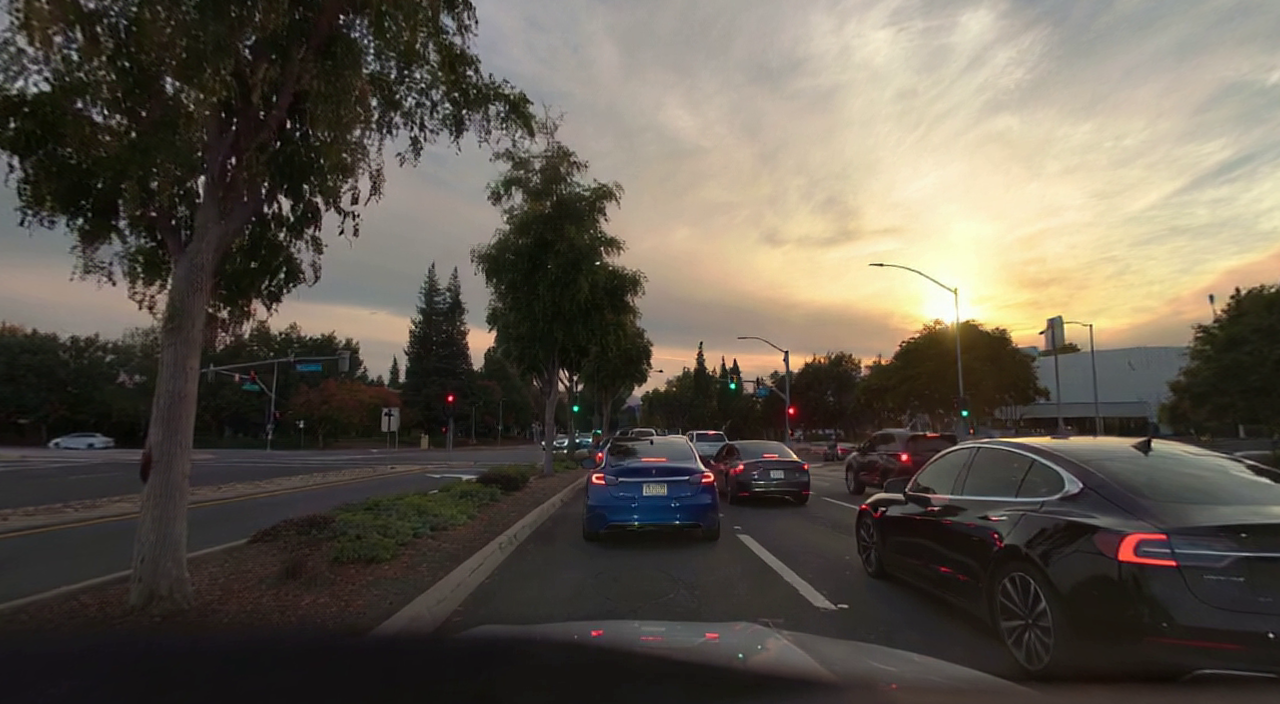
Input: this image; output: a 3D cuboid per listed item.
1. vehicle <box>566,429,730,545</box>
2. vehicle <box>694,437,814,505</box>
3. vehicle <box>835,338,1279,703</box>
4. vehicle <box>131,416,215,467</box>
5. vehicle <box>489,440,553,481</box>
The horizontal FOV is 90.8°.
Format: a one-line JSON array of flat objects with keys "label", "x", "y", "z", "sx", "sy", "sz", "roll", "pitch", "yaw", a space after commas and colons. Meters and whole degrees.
[{"label": "vehicle", "x": 0.026, "y": 2.081, "z": 10.461, "sx": 2.147, "sy": 1.499, "sz": 4.240, "roll": 0, "pitch": -8, "yaw": -2}, {"label": "vehicle", "x": 2.692, "y": 2.931, "z": 16.026, "sx": 2.058, "sy": 1.466, "sz": 4.208, "roll": 0, "pitch": -8, "yaw": -3}, {"label": "vehicle", "x": 3.179, "y": 1.106, "z": 4.304, "sx": 2.167, "sy": 1.676, "sz": 4.443, "roll": 0, "pitch": -8, "yaw": -1}, {"label": "vehicle", "x": -29.253, "y": 5.618, "z": 39.703, "sx": 2.608, "sy": 2.990, "sz": 3.026, "roll": 2, "pitch": -8, "yaw": 3}, {"label": "vehicle", "x": -4.639, "y": 4.283, "z": 25.241, "sx": 1.972, "sy": 1.457, "sz": 4.171, "roll": 0, "pitch": -8, "yaw": -4}]
